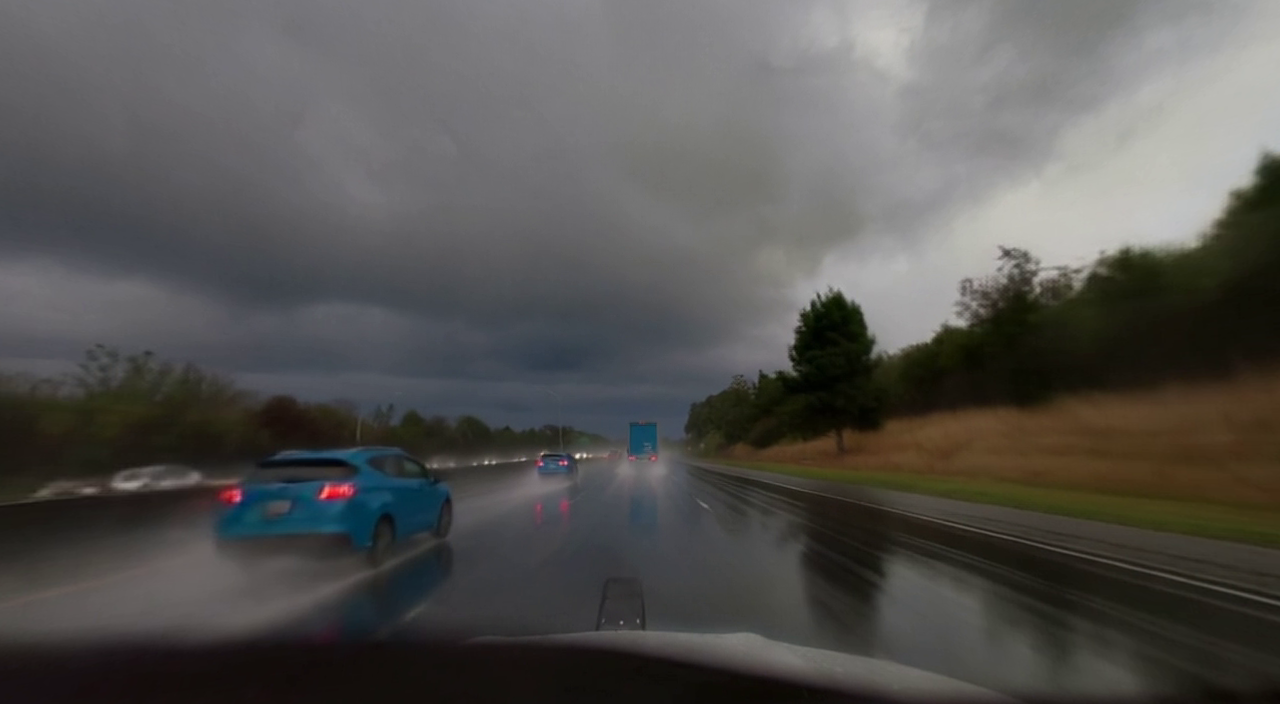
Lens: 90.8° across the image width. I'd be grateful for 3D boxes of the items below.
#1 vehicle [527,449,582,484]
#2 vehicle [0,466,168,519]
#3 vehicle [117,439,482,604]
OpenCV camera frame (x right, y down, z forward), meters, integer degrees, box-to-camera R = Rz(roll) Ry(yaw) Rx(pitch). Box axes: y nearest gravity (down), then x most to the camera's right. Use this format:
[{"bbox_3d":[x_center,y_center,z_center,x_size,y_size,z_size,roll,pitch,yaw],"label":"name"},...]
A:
[{"bbox_3d":[-4.029,5.482,30.447,2.051,1.537,4.111,0,-9,0],"label":"vehicle"},{"bbox_3d":[-19.404,4.843,22.171,1.908,1.513,4.745,0,-9,0],"label":"vehicle"},{"bbox_3d":[-3.734,1.924,8.223,2.053,1.489,4.740,0,-9,1],"label":"vehicle"}]
